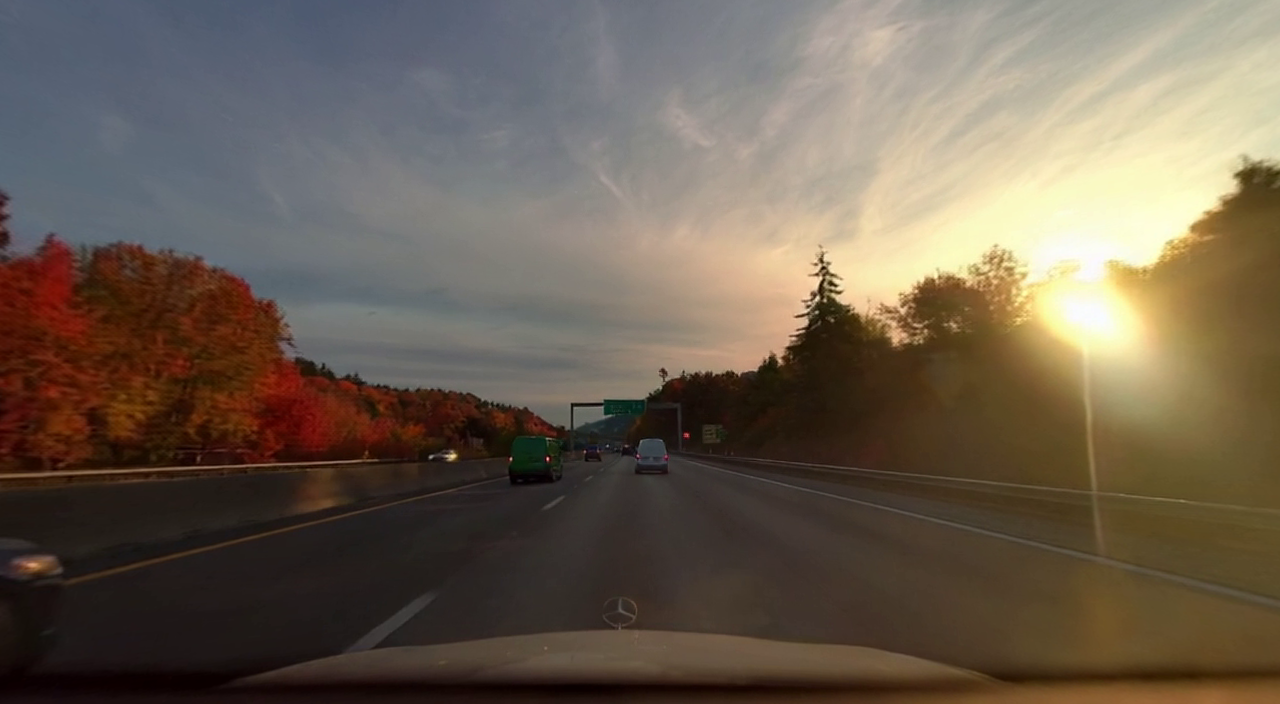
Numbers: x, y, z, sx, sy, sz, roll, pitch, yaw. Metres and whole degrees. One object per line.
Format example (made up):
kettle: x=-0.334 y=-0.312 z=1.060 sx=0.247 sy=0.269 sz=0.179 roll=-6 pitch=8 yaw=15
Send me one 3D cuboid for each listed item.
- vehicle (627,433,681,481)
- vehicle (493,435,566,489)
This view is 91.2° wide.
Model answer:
vehicle: x=0.519 y=4.647 z=27.809 sx=2.179 sy=1.930 sz=4.538 roll=0 pitch=-9 yaw=-1
vehicle: x=-3.976 y=4.039 z=23.294 sx=2.021 sy=1.790 sz=3.907 roll=0 pitch=-9 yaw=0
